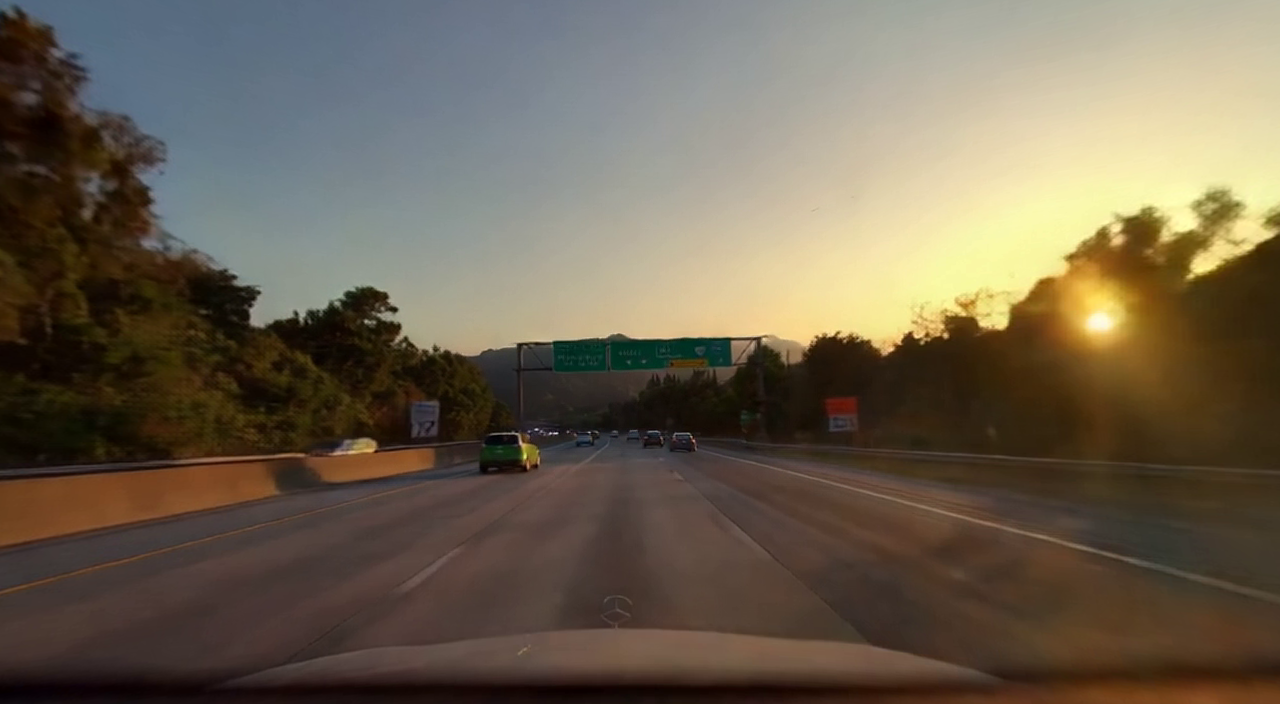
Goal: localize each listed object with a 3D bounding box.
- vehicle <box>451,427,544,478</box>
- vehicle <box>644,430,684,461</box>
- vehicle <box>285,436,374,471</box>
[{"bbox_3d":[-4.619,3.311,21.197,2.023,1.512,4.804,0,-8,0],"label":"vehicle"},{"bbox_3d":[1.164,4.683,31.651,1.869,1.466,3.356,0,-8,1],"label":"vehicle"},{"bbox_3d":[-14.091,4.597,28.919,1.891,1.470,4.480,0,-8,-1],"label":"vehicle"}]
